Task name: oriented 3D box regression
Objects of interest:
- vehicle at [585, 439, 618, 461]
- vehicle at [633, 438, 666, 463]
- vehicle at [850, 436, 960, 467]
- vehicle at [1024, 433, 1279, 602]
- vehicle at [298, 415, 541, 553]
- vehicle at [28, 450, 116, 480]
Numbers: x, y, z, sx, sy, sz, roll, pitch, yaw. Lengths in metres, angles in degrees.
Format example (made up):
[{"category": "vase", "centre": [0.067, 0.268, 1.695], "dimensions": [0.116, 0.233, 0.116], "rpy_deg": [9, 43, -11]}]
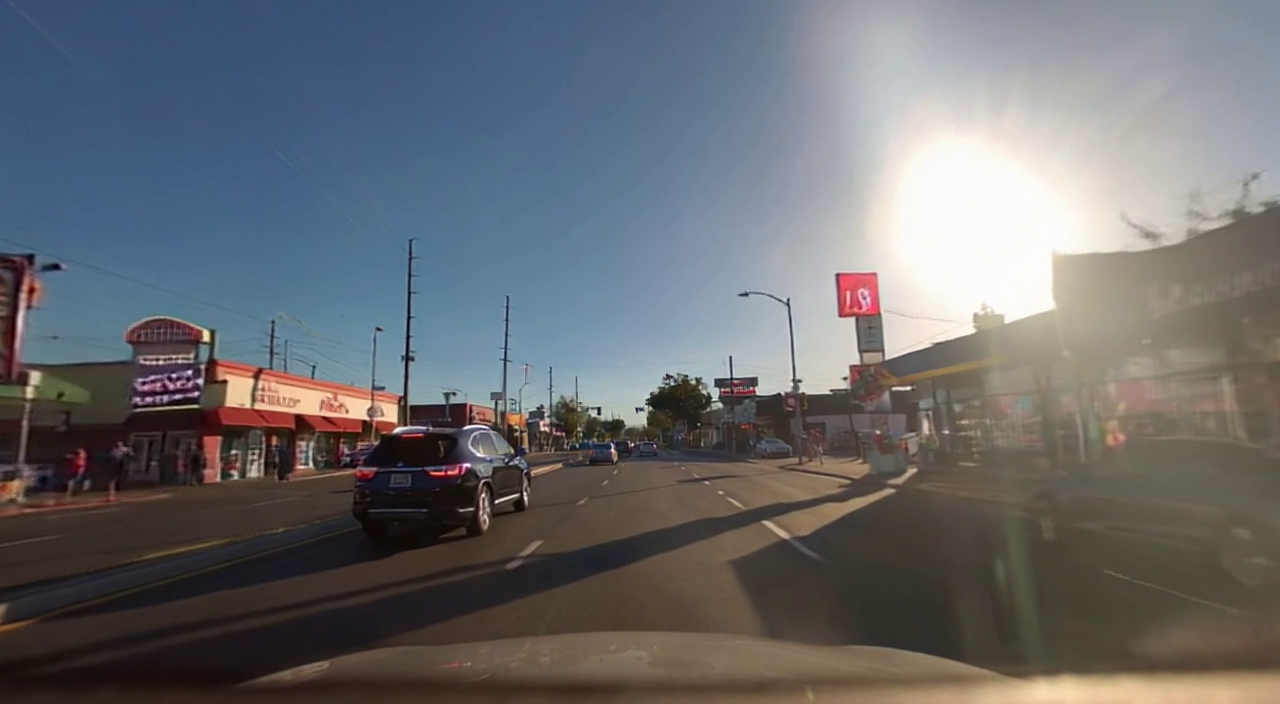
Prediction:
[{"category": "vehicle", "centre": [-2.745, 7.085, 45.584], "dimensions": [1.950, 1.450, 4.257], "rpy_deg": [0, -9, 2]}, {"category": "vehicle", "centre": [0.625, 6.348, 40.664], "dimensions": [2.037, 1.484, 4.073], "rpy_deg": [0, -9, 1]}, {"category": "vehicle", "centre": [13.425, 5.062, 32.110], "dimensions": [4.707, 1.485, 1.948], "rpy_deg": [0, -9, -1]}, {"category": "vehicle", "centre": [6.679, 1.726, 7.265], "dimensions": [1.896, 1.497, 4.032], "rpy_deg": [0, -9, -1]}, {"category": "vehicle", "centre": [-3.019, 1.924, 9.876], "dimensions": [2.049, 1.646, 4.445], "rpy_deg": [0, -9, 2]}, {"category": "vehicle", "centre": [-32.406, 6.444, 35.949], "dimensions": [4.435, 1.483, 1.990], "rpy_deg": [-5, -8, 24]}]
